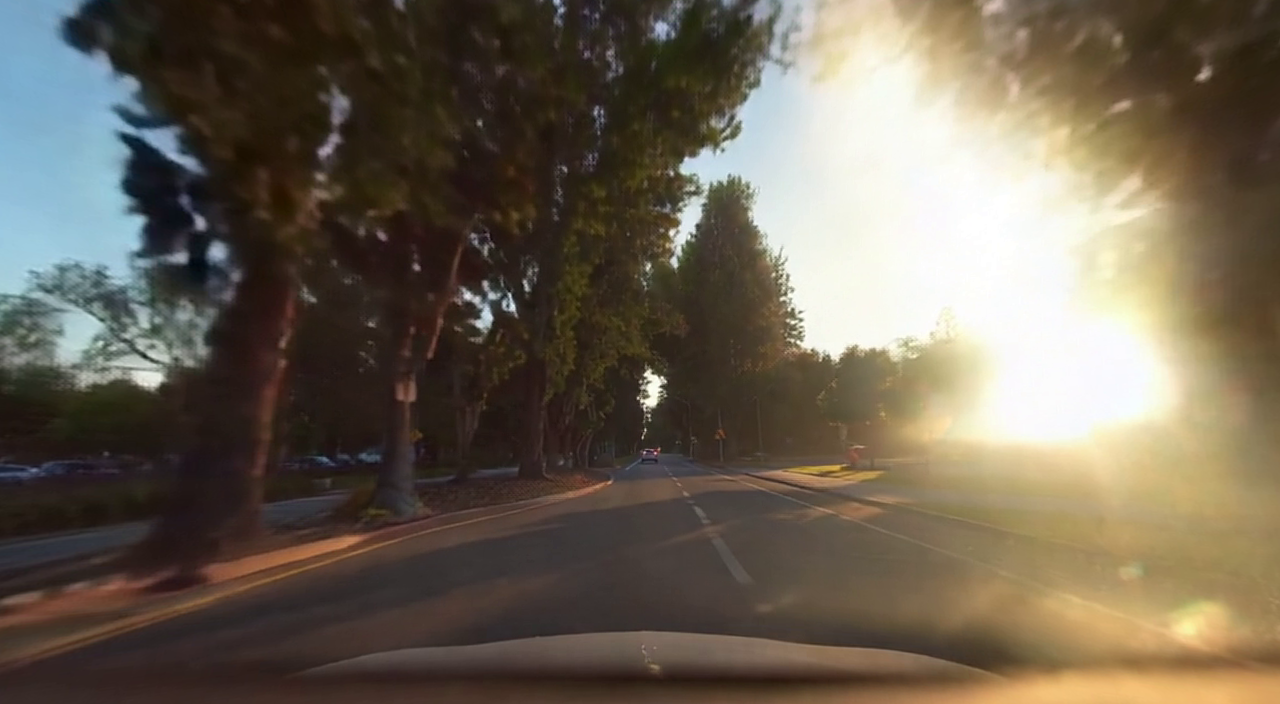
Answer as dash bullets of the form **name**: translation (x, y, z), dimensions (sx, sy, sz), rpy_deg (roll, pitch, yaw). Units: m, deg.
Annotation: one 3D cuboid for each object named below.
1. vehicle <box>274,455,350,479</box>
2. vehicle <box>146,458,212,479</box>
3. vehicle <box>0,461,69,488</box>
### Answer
- **vehicle**: translation (-22.680, 7.950, 43.691), dimensions (4.140, 1.556, 1.995), rpy_deg (-1, -9, 3)
- **vehicle**: translation (-35.916, 9.053, 49.229), dimensions (1.788, 1.470, 4.439), rpy_deg (0, -9, -1)
- **vehicle**: translation (-49.537, 9.678, 49.950), dimensions (2.176, 1.931, 6.752), rpy_deg (-1, -9, 1)
